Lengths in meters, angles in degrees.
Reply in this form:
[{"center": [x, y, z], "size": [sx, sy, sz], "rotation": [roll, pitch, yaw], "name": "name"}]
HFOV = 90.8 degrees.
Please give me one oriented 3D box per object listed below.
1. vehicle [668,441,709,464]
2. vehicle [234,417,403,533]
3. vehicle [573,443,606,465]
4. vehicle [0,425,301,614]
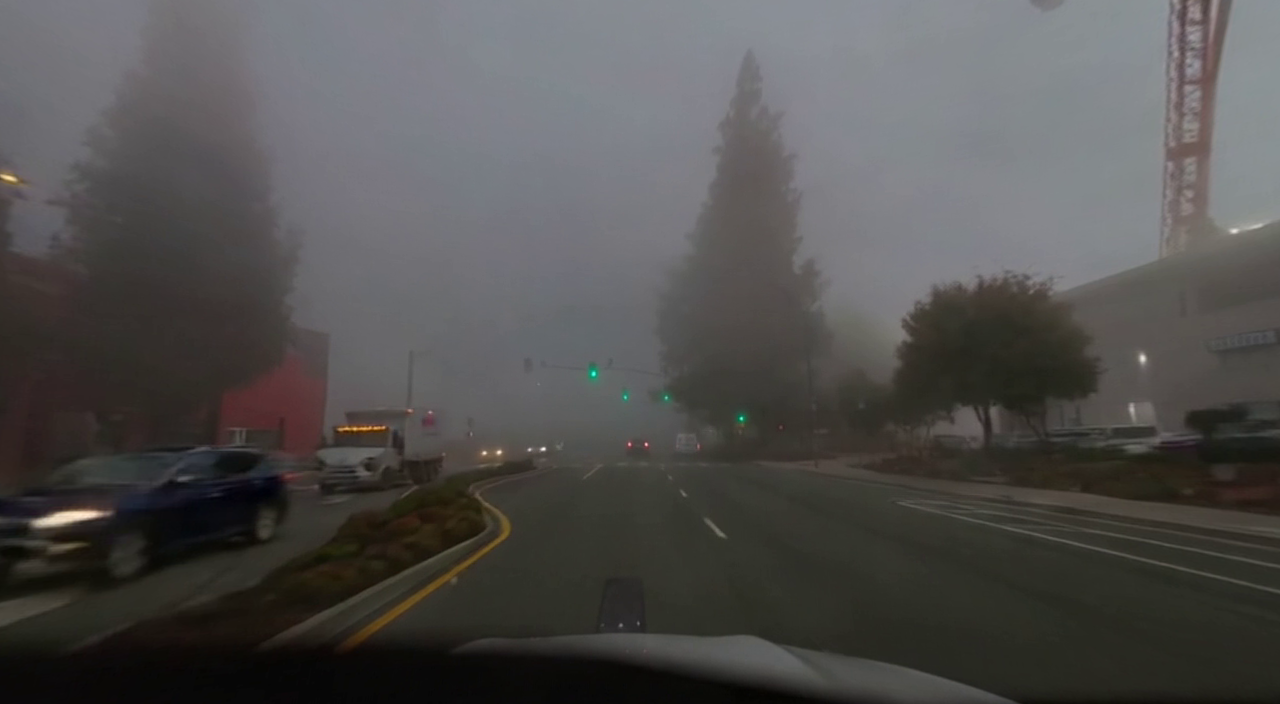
[{"center": [3.634, 7.677, 48.546], "size": [2.427, 1.665, 5.593], "rotation": [0, -8, -2], "name": "vehicle"}, {"center": [-5.977, 2.273, 12.396], "size": [2.058, 1.751, 4.502], "rotation": [0, -8, -16], "name": "vehicle"}, {"center": [-3.630, 7.374, 45.879], "size": [1.962, 1.484, 4.351], "rotation": [0, -8, 1], "name": "vehicle"}, {"center": [-5.875, 1.656, 7.227], "size": [1.901, 1.498, 4.359], "rotation": [1, -8, -5], "name": "vehicle"}]
